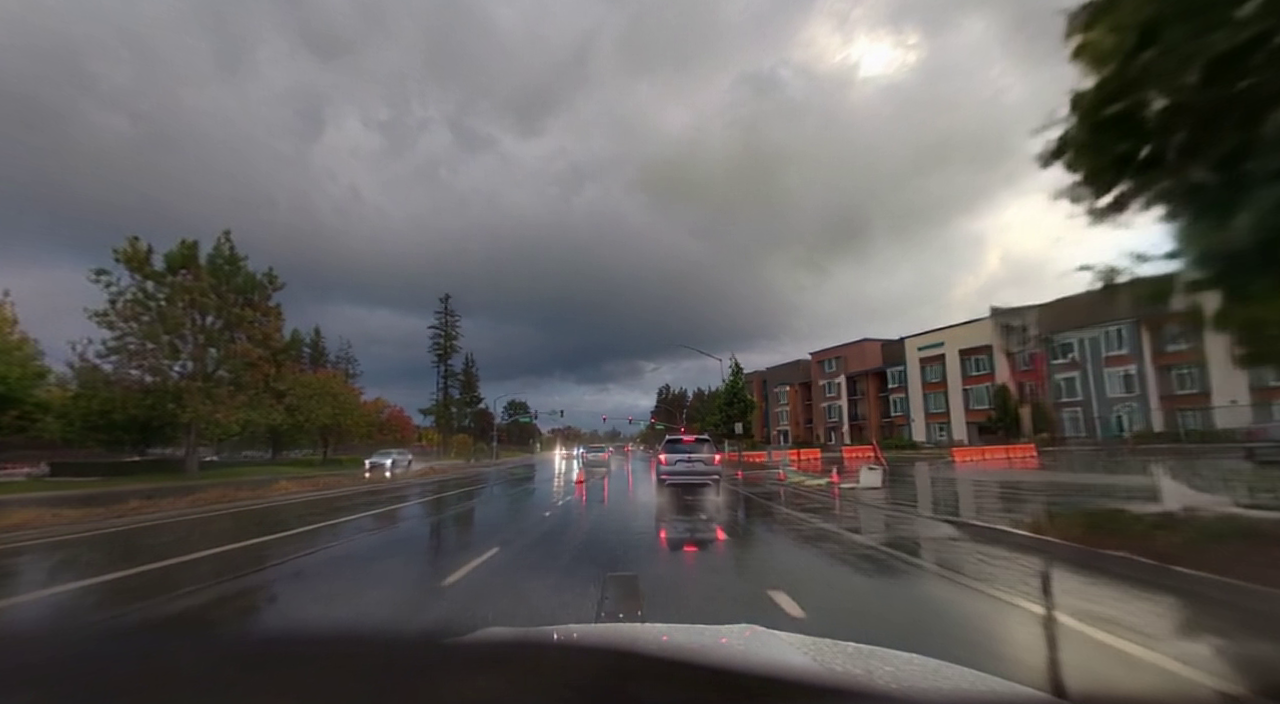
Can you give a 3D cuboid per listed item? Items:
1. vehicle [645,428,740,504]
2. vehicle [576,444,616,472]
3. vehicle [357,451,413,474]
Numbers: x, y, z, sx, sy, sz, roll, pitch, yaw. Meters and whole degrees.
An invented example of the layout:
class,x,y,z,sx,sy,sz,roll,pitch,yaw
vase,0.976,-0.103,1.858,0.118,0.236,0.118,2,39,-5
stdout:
class,x,y,z,sx,sy,sz,roll,pitch,yaw
vehicle,1.308,3.109,17.694,2.197,1.835,4.316,0,-8,-1
vehicle,-2.667,6.599,39.514,2.121,1.654,3.993,0,-8,1
vehicle,-17.745,7.690,44.198,1.883,1.494,4.795,0,-9,1
